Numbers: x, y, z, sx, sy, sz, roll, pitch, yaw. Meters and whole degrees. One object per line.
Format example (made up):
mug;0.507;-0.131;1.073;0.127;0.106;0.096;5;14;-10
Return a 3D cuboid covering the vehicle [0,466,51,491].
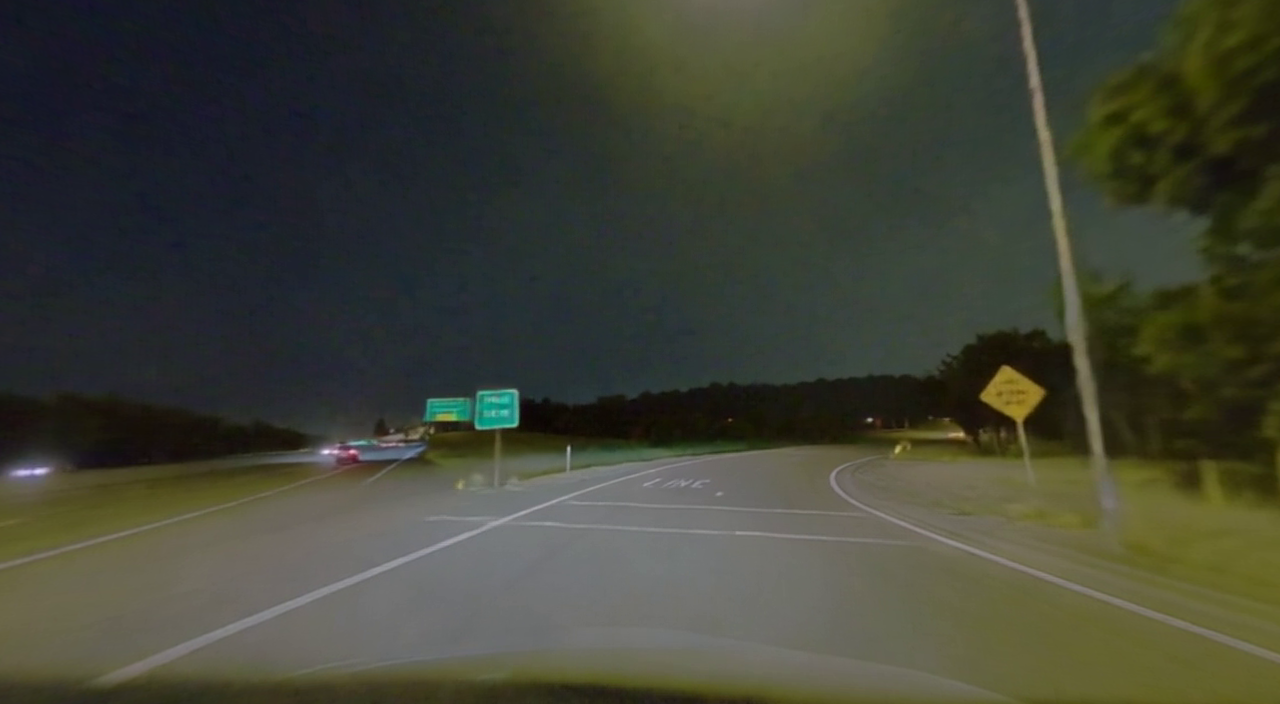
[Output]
vehicle;-41.209;8.315;41.534;1.869;1.449;4.225;2;-9;-18

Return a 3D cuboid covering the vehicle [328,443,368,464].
vehicle;-21.460;7.466;46.554;2.108;1.472;4.099;2;-9;-18
